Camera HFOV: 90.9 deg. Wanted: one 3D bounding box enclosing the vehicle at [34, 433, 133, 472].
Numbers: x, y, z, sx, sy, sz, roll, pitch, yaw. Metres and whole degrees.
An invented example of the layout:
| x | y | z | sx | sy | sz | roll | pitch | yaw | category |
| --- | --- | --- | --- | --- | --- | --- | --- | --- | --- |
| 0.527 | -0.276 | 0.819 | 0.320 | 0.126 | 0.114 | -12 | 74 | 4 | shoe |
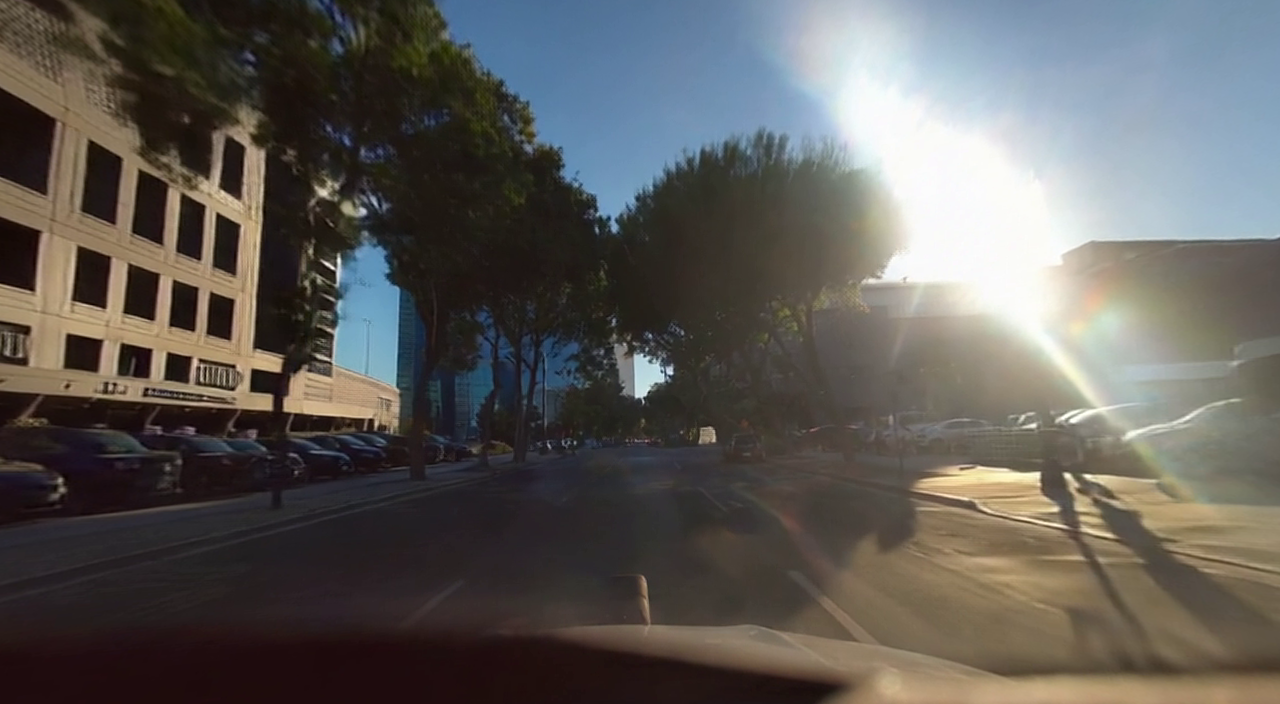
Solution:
| x | y | z | sx | sy | sz | roll | pitch | yaw | category |
| --- | --- | --- | --- | --- | --- | --- | --- | --- | --- |
| -27.333 | 4.926 | 31.201 | 2.026 | 1.723 | 4.322 | 3 | -8 | -18 | vehicle |

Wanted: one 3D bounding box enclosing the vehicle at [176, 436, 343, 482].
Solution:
| x | y | z | sx | sy | sz | roll | pitch | yaw | category |
| --- | --- | --- | --- | --- | --- | --- | --- | --- | --- |
| -14.508 | 4.097 | 24.365 | 4.954 | 1.614 | 2.227 | 0 | -9 | -4 | vehicle |

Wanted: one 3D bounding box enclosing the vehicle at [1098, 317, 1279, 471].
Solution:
| x | y | z | sx | sy | sz | roll | pitch | yaw | category |
| --- | --- | --- | --- | --- | --- | --- | --- | --- | --- |
| 13.730 | 0.923 | 12.947 | 3.046 | 2.906 | 7.271 | 0 | -8 | -1 | vehicle |

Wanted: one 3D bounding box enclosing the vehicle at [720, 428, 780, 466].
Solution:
| x | y | z | sx | sy | sz | roll | pitch | yaw | category |
| --- | --- | --- | --- | --- | --- | --- | --- | --- | --- |
| 6.096 | 5.347 | 35.589 | 2.338 | 1.942 | 5.267 | 0 | -8 | -1 | vehicle |

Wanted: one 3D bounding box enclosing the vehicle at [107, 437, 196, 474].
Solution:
| x | y | z | sx | sy | sz | roll | pitch | yaw | category |
| --- | --- | --- | --- | --- | --- | --- | --- | --- | --- |
| -24.598 | 5.194 | 31.968 | 2.026 | 1.723 | 4.633 | 4 | -8 | -18 | vehicle |

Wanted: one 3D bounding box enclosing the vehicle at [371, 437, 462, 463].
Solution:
| x | y | z | sx | sy | sz | roll | pitch | yaw | category |
| --- | --- | --- | --- | --- | --- | --- | --- | --- | --- |
| -13.660 | 6.048 | 38.810 | 4.765 | 1.517 | 2.182 | 0 | -9 | 0 | vehicle |

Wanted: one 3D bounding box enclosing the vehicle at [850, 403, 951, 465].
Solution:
| x | y | z | sx | sy | sz | roll | pitch | yaw | category |
| --- | --- | --- | --- | --- | --- | --- | --- | --- | --- |
| 13.239 | 4.290 | 32.646 | 2.935 | 2.889 | 5.499 | 0 | -8 | 2 | vehicle |
